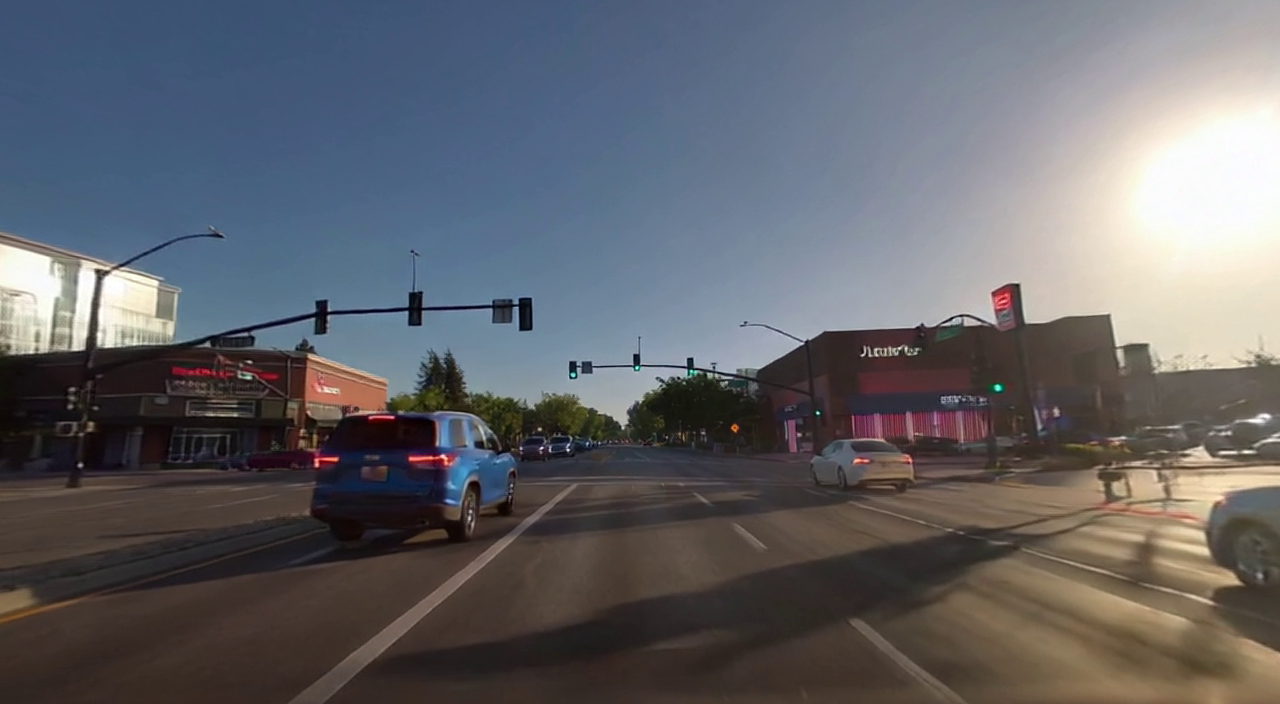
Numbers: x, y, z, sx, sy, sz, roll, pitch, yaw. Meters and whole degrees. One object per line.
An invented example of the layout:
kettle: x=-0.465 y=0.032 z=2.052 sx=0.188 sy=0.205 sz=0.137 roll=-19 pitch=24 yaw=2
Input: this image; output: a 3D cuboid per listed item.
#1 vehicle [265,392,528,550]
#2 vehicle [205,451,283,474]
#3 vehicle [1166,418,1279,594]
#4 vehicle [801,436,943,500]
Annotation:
vehicle: x=-3.365 y=1.798 z=10.163 sx=2.313 sy=1.883 sz=5.016 roll=0 pitch=-8 yaw=-1
vehicle: x=-28.640 y=7.968 z=45.737 sx=4.495 sy=1.473 sz=1.813 roll=7 pitch=-11 yaw=-40
vehicle: x=6.712 y=1.167 z=4.288 sx=2.014 sy=1.539 sz=4.852 roll=0 pitch=-8 yaw=-1
vehicle: x=6.069 y=3.076 z=17.274 sx=1.972 sy=1.476 sz=4.775 roll=0 pitch=-8 yaw=-2
